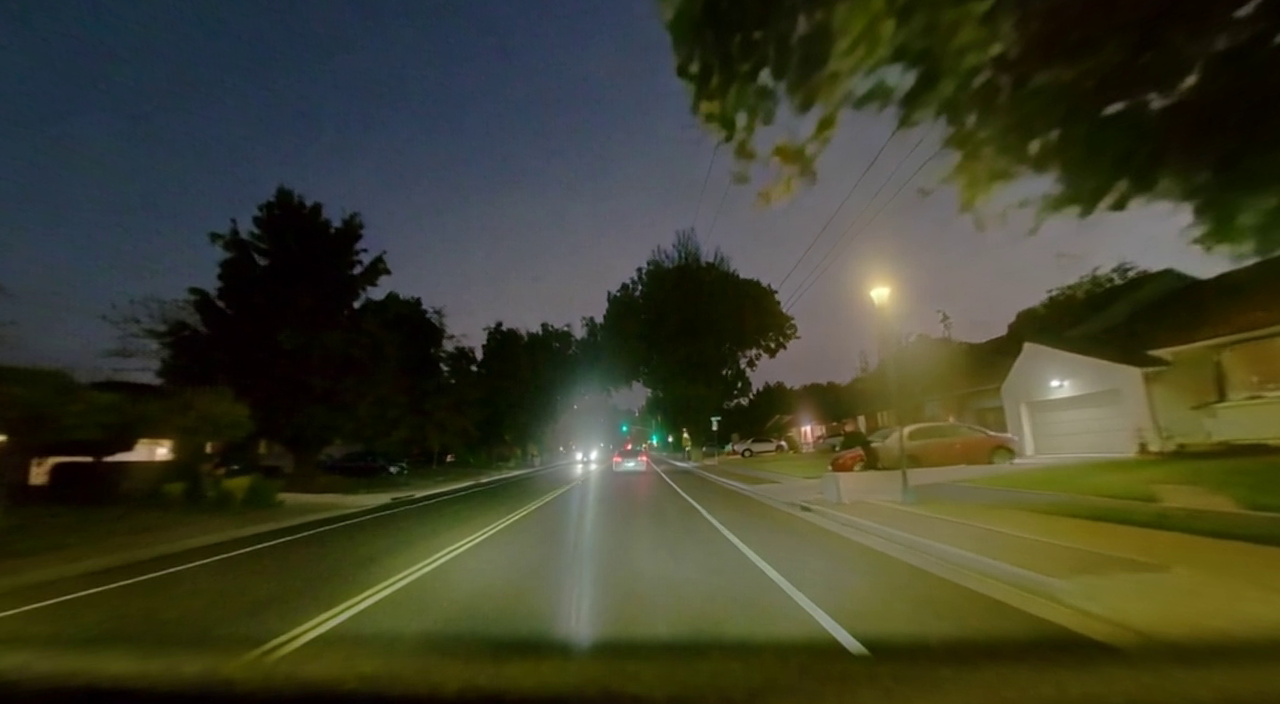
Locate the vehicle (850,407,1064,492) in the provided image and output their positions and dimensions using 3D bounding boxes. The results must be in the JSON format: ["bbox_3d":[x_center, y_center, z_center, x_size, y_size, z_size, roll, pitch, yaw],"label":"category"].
[{"bbox_3d":[8.340,2.597,16.960,4.513,1.617,1.998,-7,-8,-1],"label":"vehicle"}]

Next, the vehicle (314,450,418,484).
[{"bbox_3d":[-14.818,6.238,34.362,4.608,1.743,2.222,-1,-9,7],"label":"vehicle"}]

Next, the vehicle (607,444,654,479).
[{"bbox_3d":[-0.411,5.133,29.845,2.098,1.483,4.099,0,-9,0],"label":"vehicle"}]

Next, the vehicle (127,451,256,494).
[{"bbox_3d":[-17.075,4.520,24.046,4.608,1.481,1.890,-4,-10,26],"label":"vehicle"}]
